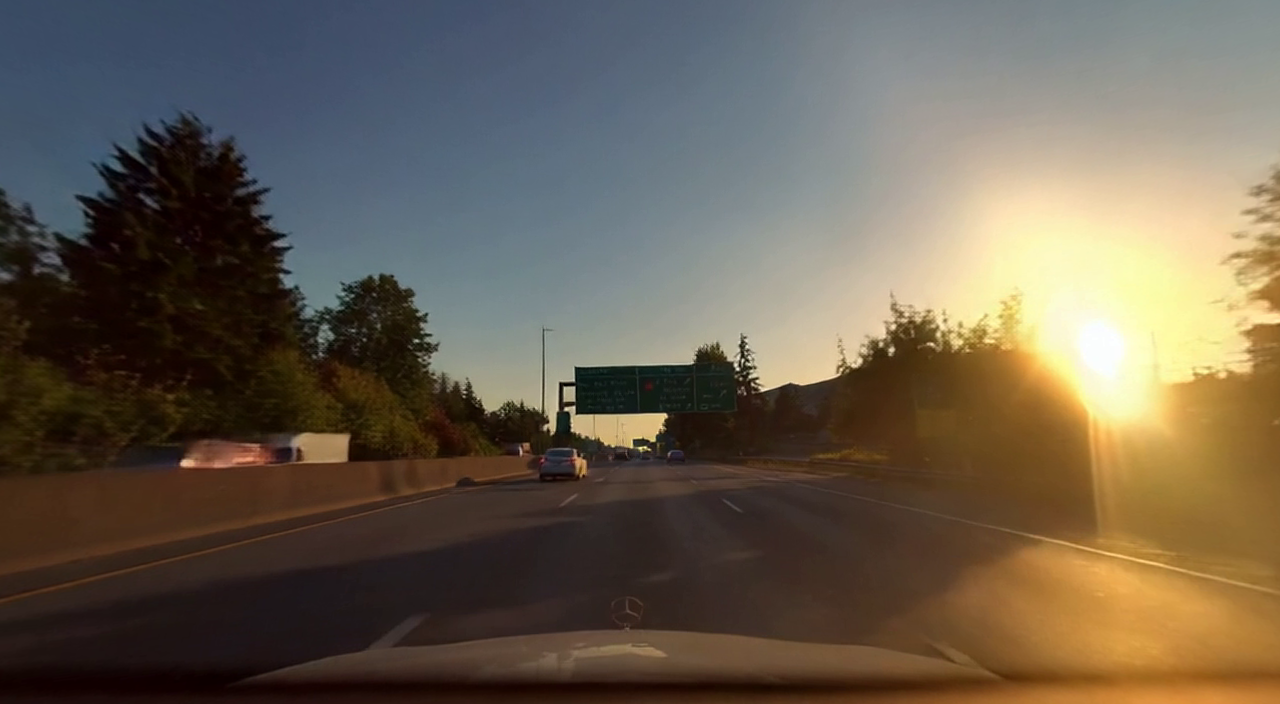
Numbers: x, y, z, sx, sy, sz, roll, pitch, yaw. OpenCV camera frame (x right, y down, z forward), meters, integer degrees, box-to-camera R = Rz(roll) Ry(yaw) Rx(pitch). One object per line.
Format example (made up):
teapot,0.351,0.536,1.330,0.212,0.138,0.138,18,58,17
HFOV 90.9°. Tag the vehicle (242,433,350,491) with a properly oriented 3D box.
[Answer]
vehicle,-16.998,5.437,31.542,2.336,2.601,5.237,0,-9,1

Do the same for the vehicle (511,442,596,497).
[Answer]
vehicle,-2.616,3.681,20.034,1.936,1.545,4.116,-1,-9,3
